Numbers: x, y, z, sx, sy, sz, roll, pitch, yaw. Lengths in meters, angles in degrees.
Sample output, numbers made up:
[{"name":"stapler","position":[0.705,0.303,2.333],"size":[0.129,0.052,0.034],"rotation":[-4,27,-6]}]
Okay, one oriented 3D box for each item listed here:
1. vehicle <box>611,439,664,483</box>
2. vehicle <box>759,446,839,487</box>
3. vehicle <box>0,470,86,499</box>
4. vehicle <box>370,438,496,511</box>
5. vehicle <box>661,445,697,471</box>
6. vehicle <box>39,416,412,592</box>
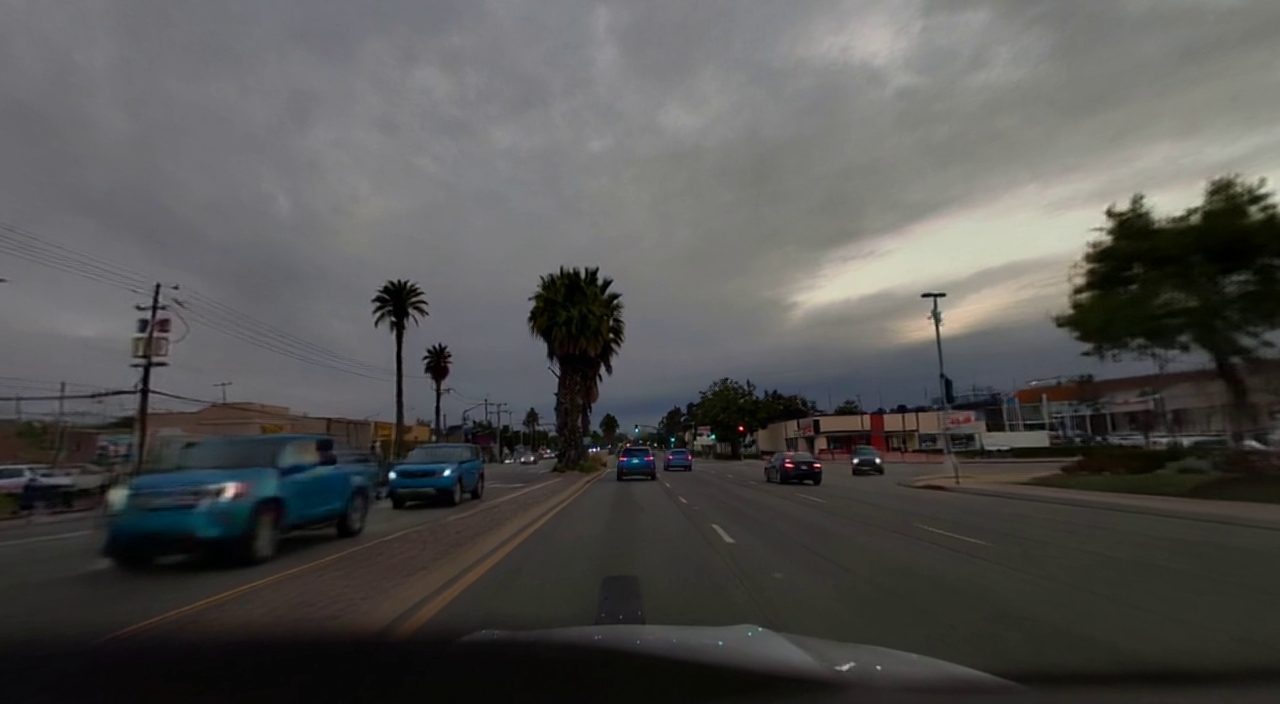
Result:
[{"name":"vehicle","position":[-0.143,4.746,27.785],"size":[2.151,1.787,4.109],"rotation":[0,-9,-1]},{"name":"vehicle","position":[6.181,4.486,25.139],"size":[1.944,1.447,4.309],"rotation":[0,-9,-2]},{"name":"vehicle","position":[-33.786,7.350,35.158],"size":[4.034,1.452,1.933],"rotation":[-1,-9,2]},{"name":"vehicle","position":[-5.405,3.231,17.196],"size":[2.016,1.711,4.387],"rotation":[0,-9,-1]},{"name":"vehicle","position":[2.600,7.233,43.324],"size":[2.112,1.710,4.234],"rotation":[0,-9,-2]},{"name":"vehicle","position":[-5.089,1.901,8.812],"size":[2.160,1.769,4.494],"rotation":[0,-9,-1]}]
